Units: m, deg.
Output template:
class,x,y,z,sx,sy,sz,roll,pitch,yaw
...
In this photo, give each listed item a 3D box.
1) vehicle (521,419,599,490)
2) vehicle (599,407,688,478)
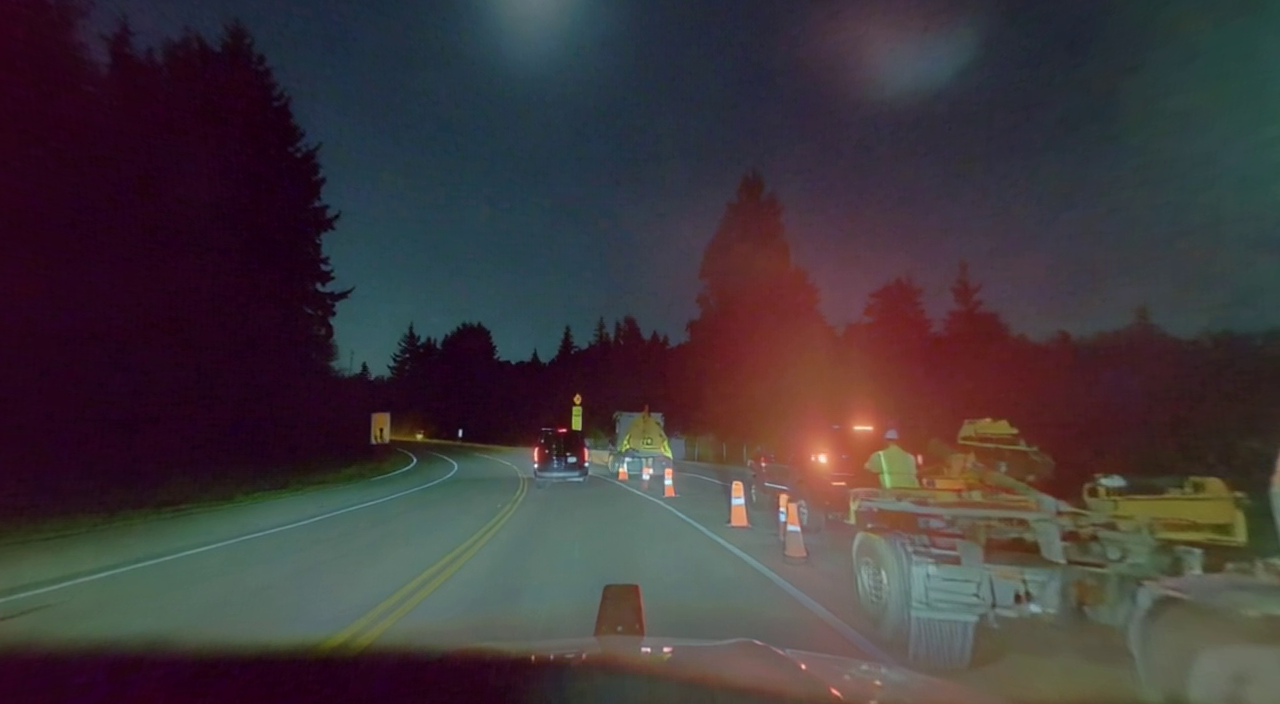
class,x,y,z,sx,sy,sz,roll,pitch,yaw
vehicle,-2.998,3.620,22.659,2.362,2.223,4.892,2,-9,-12
vehicle,-0.090,4.789,33.917,3.126,3.310,8.534,1,-8,-11
